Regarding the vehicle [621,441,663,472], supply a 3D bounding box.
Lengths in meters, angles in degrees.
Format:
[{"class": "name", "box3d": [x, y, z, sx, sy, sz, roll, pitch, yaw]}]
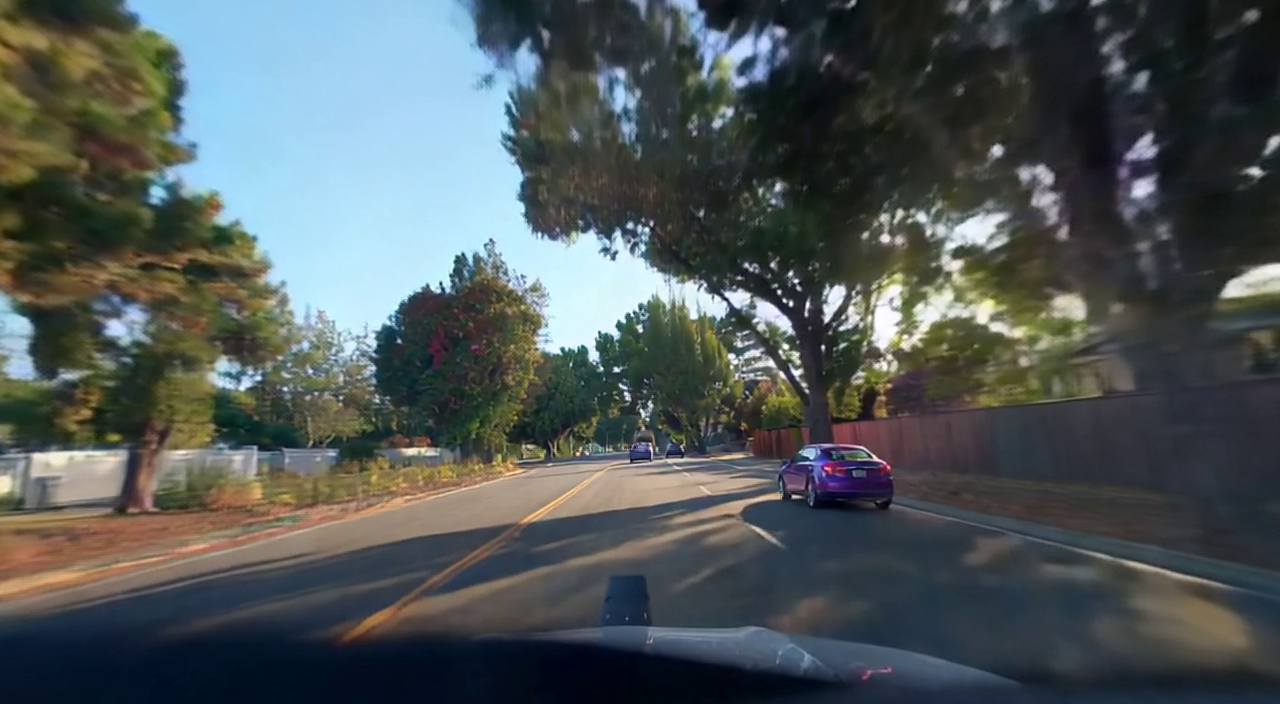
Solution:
[{"class": "vehicle", "box3d": [0.152, 5.944, 36.152, 2.206, 1.525, 4.695, -1, -8, 1]}]

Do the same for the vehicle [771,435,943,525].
[{"class": "vehicle", "box3d": [4.157, 2.476, 12.995, 1.943, 1.471, 4.515, -1, -8, 0]}]
